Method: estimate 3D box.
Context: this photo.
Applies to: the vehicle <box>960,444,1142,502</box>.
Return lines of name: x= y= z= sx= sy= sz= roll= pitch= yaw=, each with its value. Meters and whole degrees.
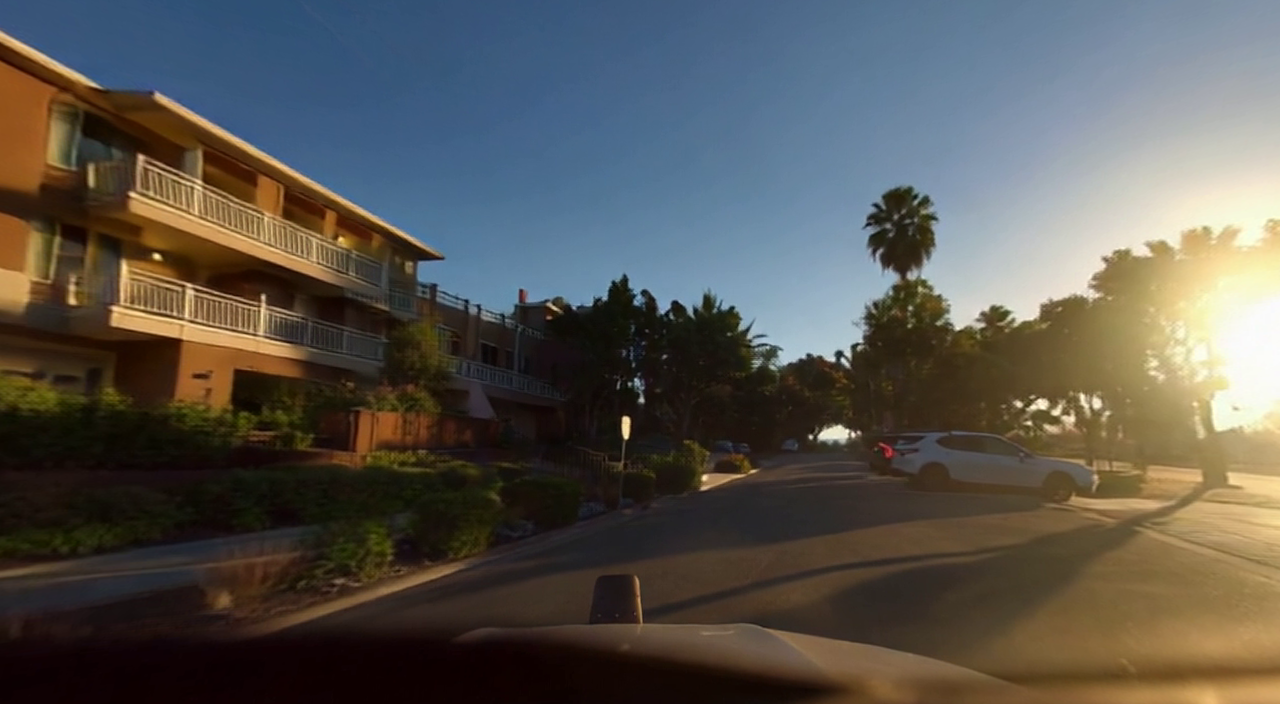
vehicle: x=11.836 y=3.518 z=18.600 sx=4.195 sy=1.446 sz=1.979 roll=-3 pitch=-11 yaw=25
